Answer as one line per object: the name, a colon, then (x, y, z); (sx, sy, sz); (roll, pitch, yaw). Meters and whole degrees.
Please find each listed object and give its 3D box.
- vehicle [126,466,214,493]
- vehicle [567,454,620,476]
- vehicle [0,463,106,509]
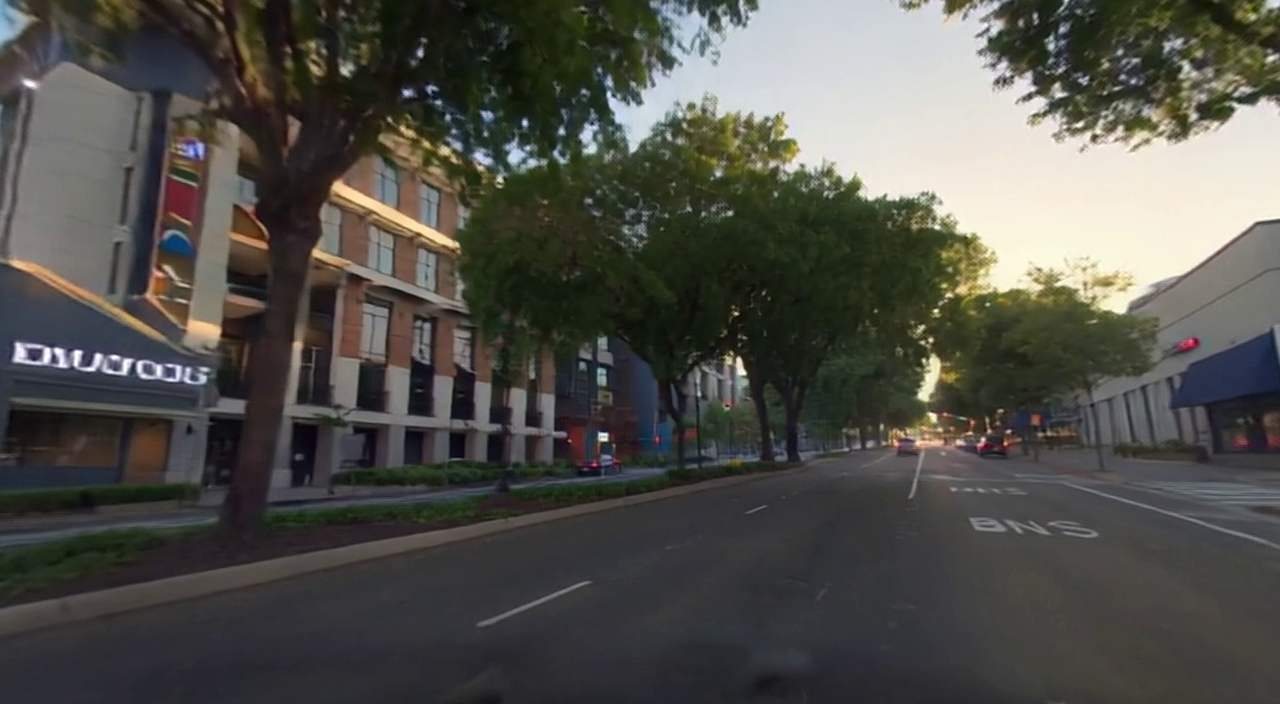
vehicle: (-30.243, 8.196, 40.817); (1.689, 1.534, 4.158); (-9, -13, 25)
vehicle: (-3.335, 8.235, 46.256); (1.840, 1.440, 4.442); (-7, -11, 25)
vehicle: (-24.082, 5.414, 25.505); (3.994, 1.471, 1.956); (-2, -16, 22)
